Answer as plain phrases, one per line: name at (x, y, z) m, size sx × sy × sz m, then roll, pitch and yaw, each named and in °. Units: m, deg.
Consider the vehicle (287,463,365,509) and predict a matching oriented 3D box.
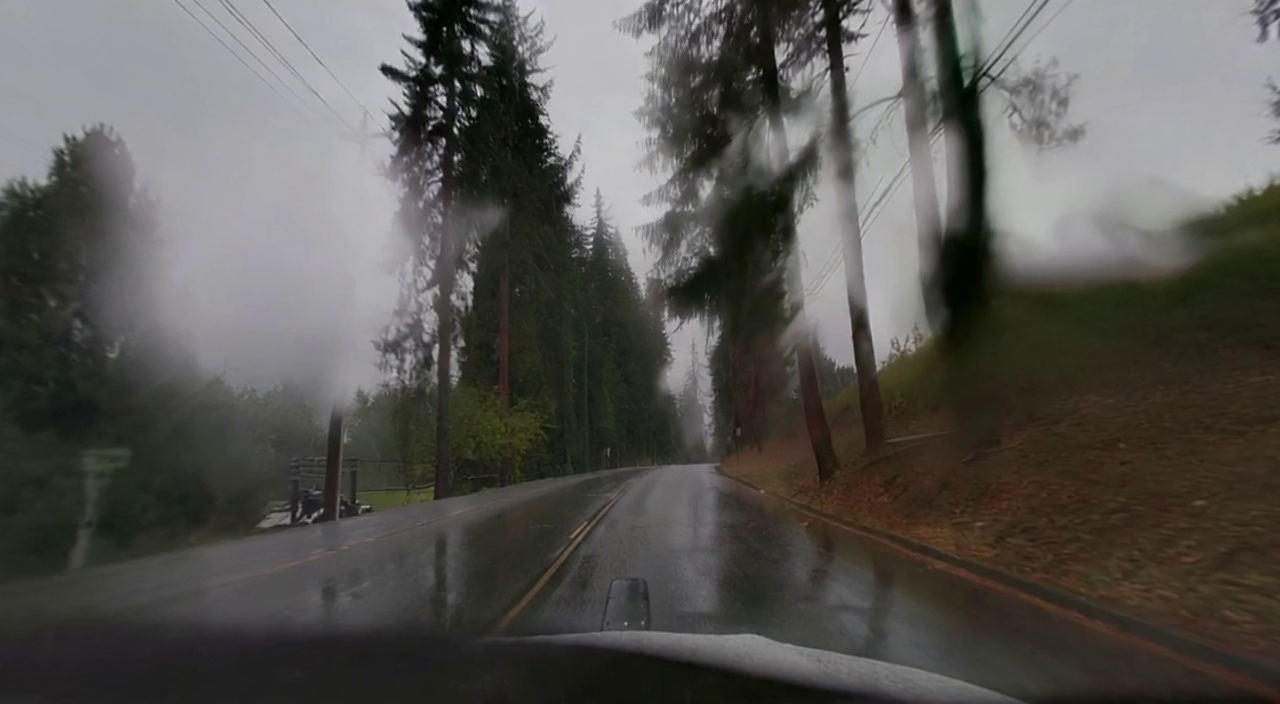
vehicle at (-13.107, 5.568, 26.614) m, size 2.058 × 1.654 × 4.273 m, roll 2°, pitch -9°, yaw -15°
